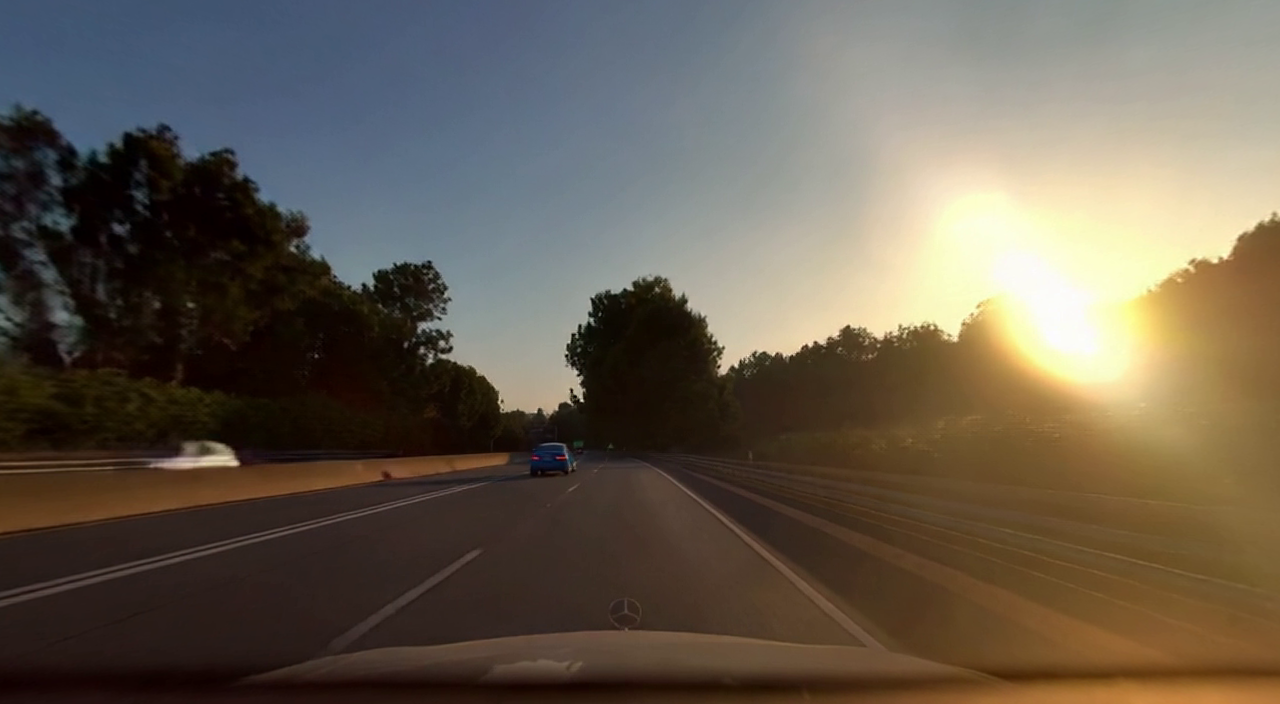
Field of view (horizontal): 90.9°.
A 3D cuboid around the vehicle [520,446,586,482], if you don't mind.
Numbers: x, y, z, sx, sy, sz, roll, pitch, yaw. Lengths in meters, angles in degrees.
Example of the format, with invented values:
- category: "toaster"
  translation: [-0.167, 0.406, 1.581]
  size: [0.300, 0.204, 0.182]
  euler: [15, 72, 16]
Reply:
- category: "vehicle"
  translation: [-3.646, 4.823, 27.303]
  size: [2.126, 1.411, 4.433]
  euler: [0, -9, 1]
